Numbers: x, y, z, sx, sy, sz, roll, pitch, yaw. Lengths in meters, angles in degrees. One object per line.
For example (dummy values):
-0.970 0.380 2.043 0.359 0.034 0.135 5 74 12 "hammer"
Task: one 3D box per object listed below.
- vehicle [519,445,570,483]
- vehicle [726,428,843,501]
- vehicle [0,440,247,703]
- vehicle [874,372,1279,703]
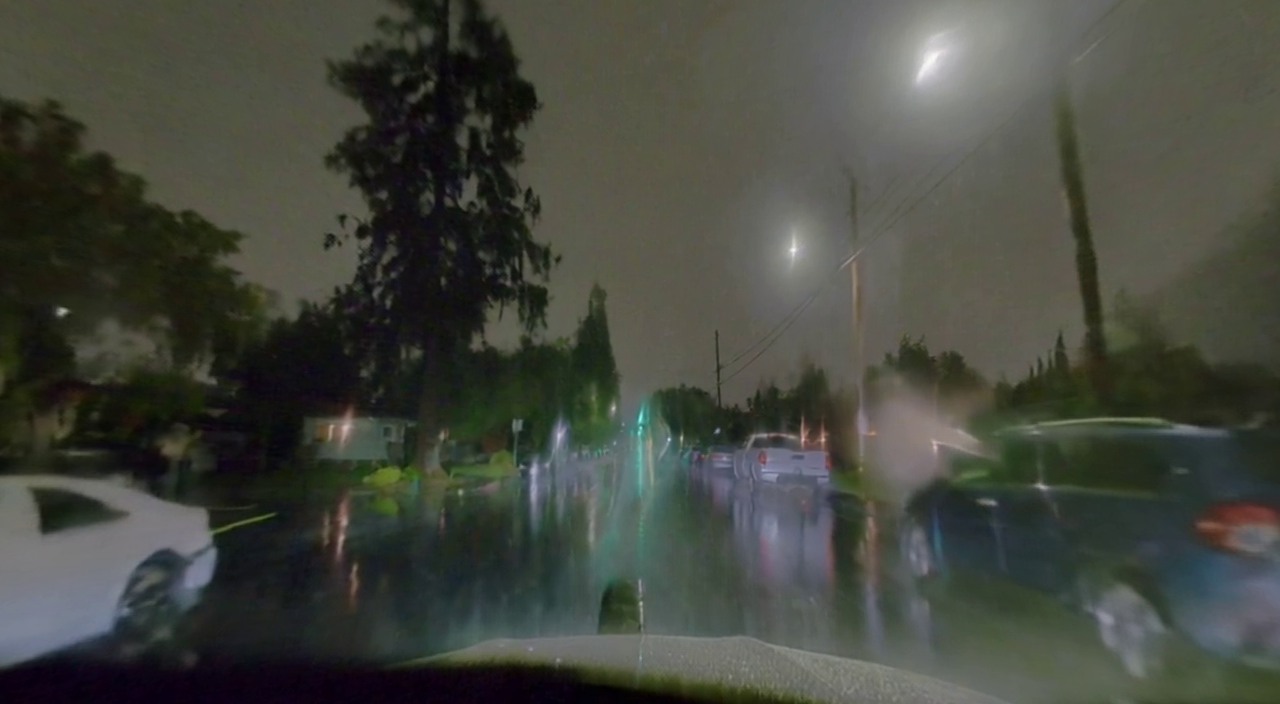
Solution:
-4.440 5.236 29.678 1.870 1.562 4.212 -1 -8 -2 "vehicle"
4.128 3.340 19.053 2.215 1.897 5.131 0 -9 -1 "vehicle"
-4.505 1.314 3.390 1.934 1.547 4.400 -1 -7 0 "vehicle"
3.894 1.352 5.206 2.077 1.788 4.480 2 -9 -2 "vehicle"
